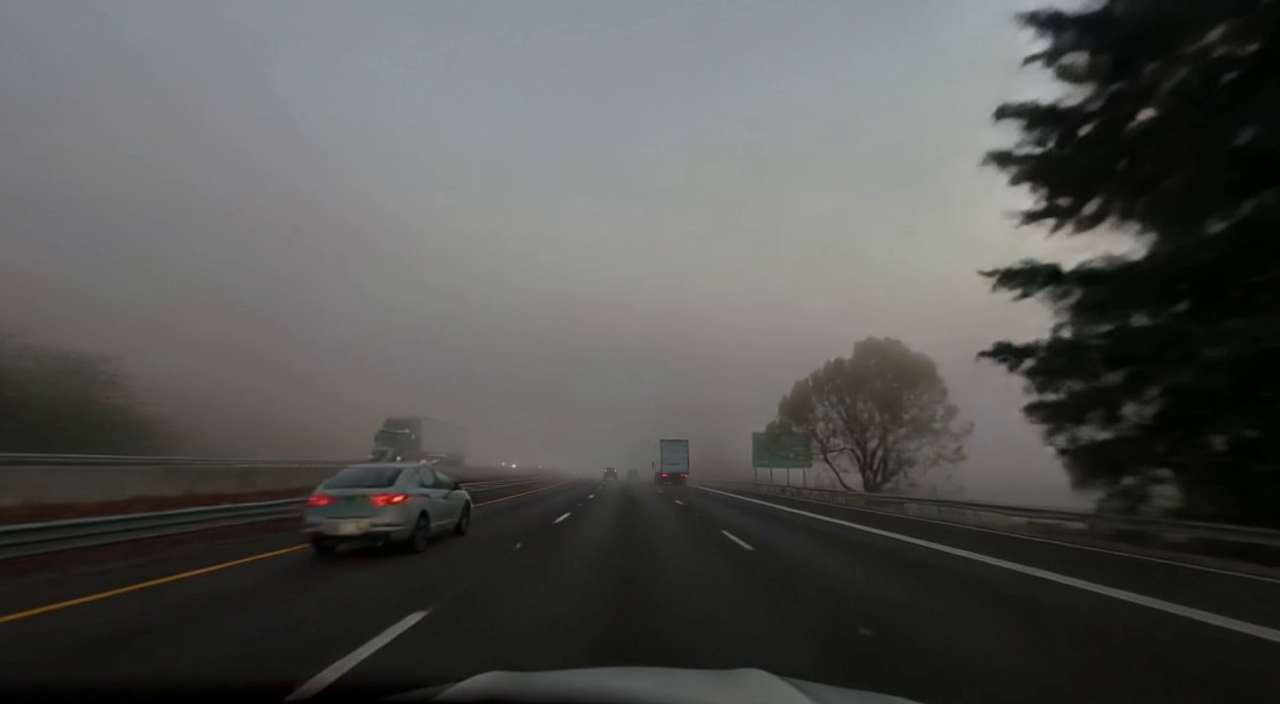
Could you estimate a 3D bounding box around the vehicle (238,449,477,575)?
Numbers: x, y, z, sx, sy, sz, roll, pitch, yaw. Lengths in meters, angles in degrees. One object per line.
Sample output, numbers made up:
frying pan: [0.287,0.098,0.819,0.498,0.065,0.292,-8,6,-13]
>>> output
vehicle: [-3.937,2.311,9.630,1.868,1.485,3.770,1,-11,0]
